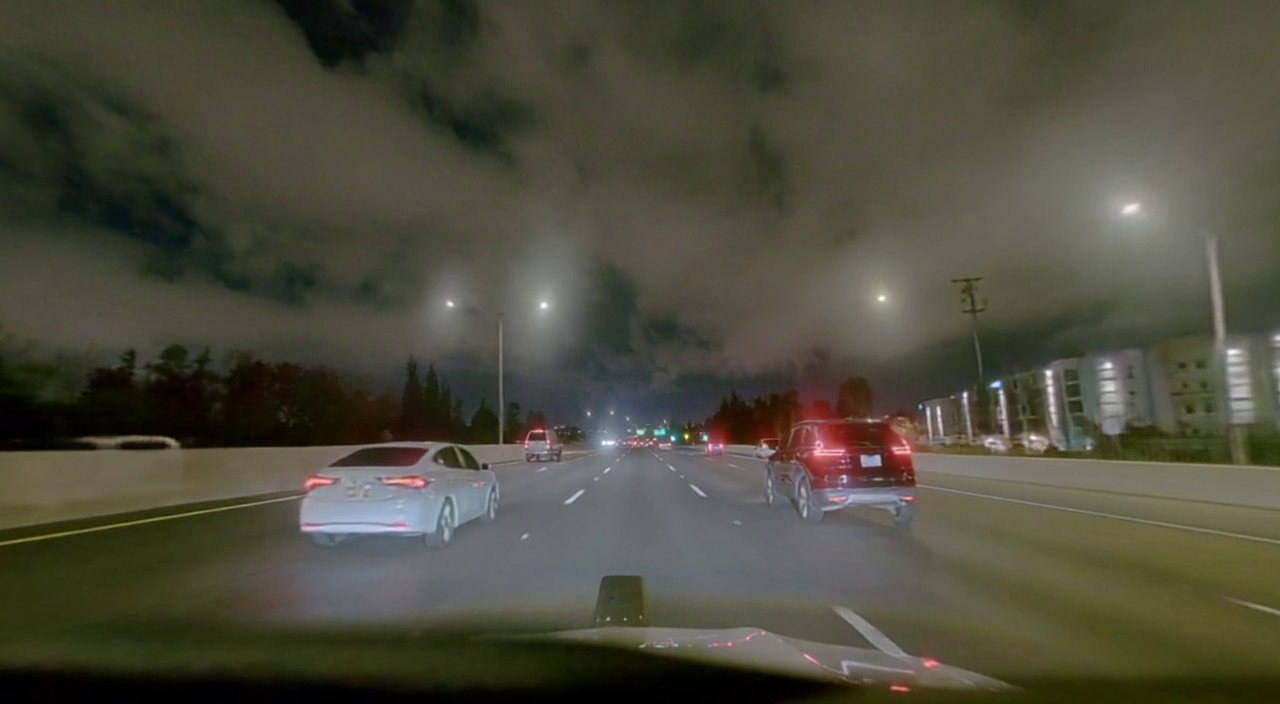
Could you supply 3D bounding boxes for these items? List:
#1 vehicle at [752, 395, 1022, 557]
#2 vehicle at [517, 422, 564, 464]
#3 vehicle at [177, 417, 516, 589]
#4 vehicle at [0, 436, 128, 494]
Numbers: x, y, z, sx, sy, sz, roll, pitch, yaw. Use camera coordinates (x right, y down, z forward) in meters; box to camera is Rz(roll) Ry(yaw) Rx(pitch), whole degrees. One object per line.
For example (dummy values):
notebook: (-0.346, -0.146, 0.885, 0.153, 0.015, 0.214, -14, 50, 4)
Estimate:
vehicle: (3.301, 1.784, 9.776, 2.148, 1.852, 4.835, 0, -8, -1)
vehicle: (-7.046, 6.591, 45.519, 2.362, 2.778, 6.630, 0, -8, 0)
vehicle: (-3.154, 1.734, 8.177, 2.080, 1.542, 4.718, -1, -8, 1)
vehicle: (-15.588, 2.924, 16.569, 1.450, 1.356, 3.294, 0, -8, 0)
